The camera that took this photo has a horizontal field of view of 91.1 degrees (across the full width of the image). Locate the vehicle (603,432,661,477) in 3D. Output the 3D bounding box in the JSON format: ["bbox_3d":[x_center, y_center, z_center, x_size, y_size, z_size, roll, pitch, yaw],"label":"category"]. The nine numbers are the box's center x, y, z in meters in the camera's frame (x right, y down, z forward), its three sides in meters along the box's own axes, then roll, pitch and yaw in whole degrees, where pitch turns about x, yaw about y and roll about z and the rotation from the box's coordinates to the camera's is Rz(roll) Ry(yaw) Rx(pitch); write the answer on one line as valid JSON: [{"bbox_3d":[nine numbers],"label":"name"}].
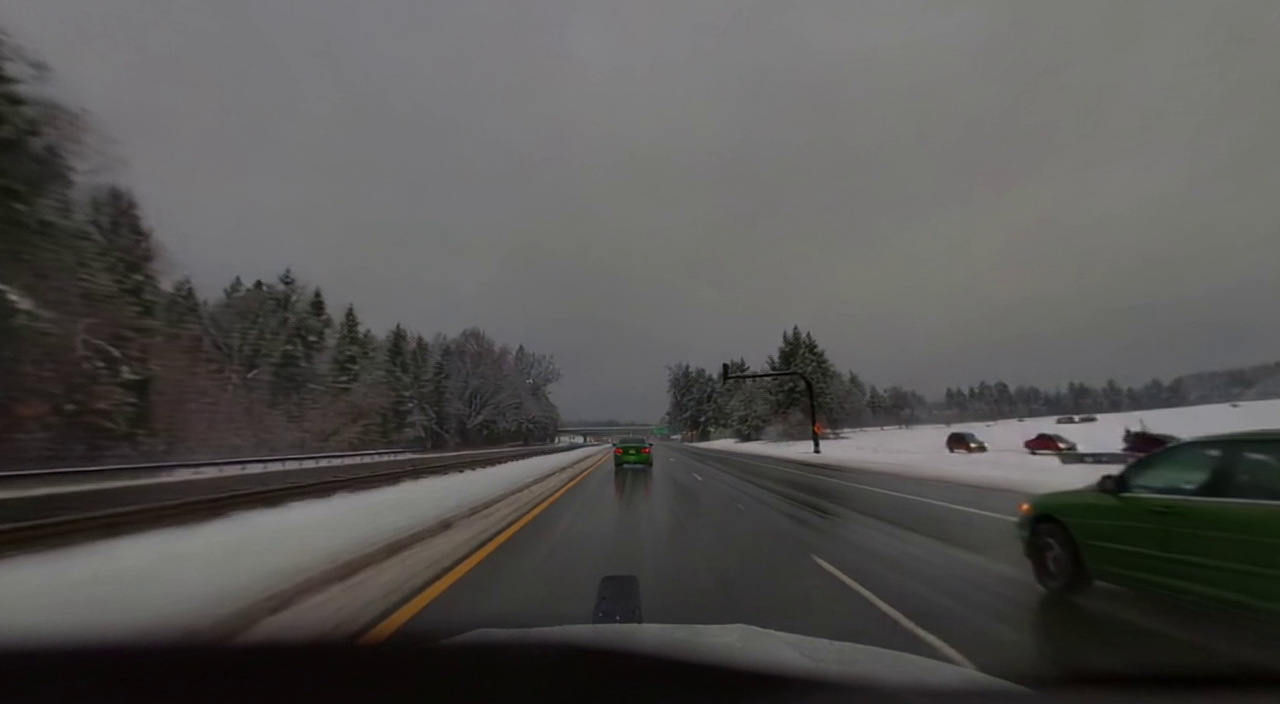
[{"bbox_3d":[-0.283,3.634,22.690,1.897,1.479,3.724,0,-8,-1],"label":"vehicle"}]

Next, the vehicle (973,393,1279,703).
[{"bbox_3d":[4.109,1.029,3.561,2.010,1.508,4.285,0,-8,-1],"label":"vehicle"}]
